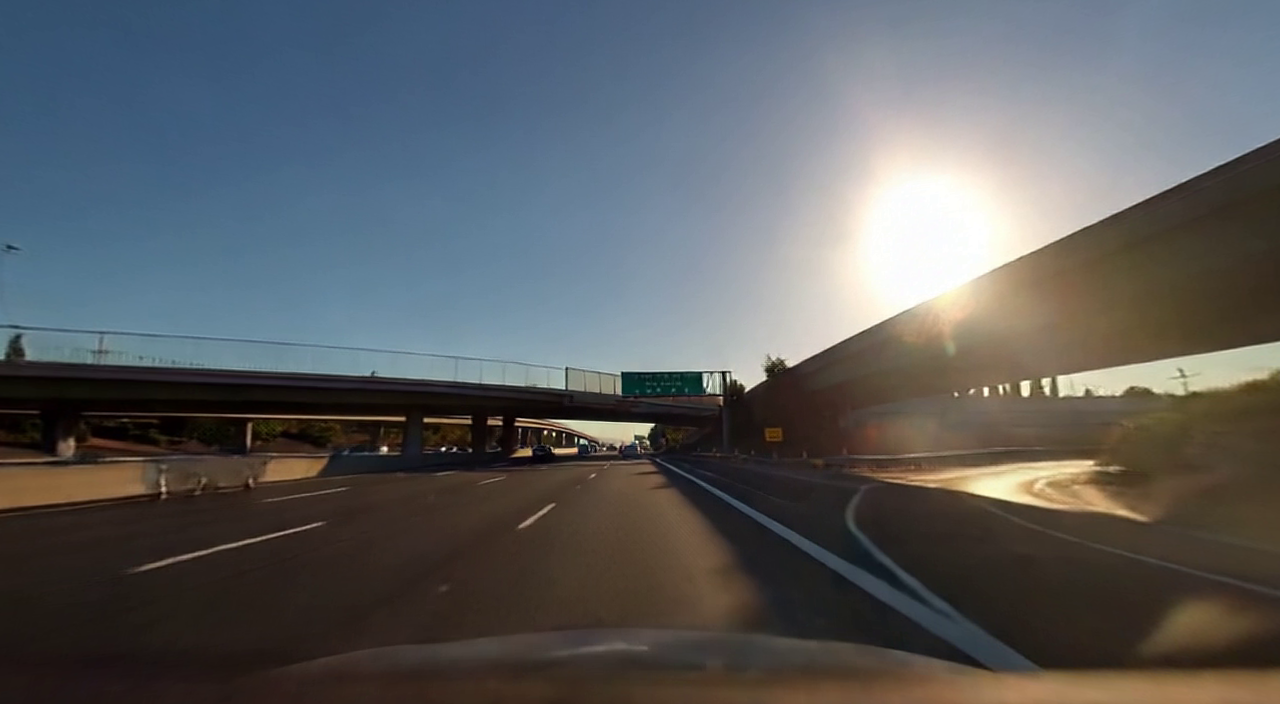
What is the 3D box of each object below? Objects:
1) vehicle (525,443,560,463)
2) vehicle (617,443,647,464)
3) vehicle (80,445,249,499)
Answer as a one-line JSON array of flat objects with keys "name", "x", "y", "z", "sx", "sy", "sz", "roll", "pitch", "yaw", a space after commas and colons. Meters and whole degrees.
[{"name": "vehicle", "x": -7.441, "y": 7.755, "z": 48.793, "sx": 1.994, "sy": 1.487, "sz": 4.605, "roll": 0, "pitch": -8, "yaw": 0}, {"name": "vehicle", "x": -0.614, "y": 7.416, "z": 46.503, "sx": 2.086, "sy": 1.472, "sz": 4.168, "roll": 0, "pitch": -8, "yaw": -2}, {"name": "vehicle", "x": -14.768, "y": 3.711, "z": 20.061, "sx": 1.969, "sy": 1.486, "sz": 4.395, "roll": 0, "pitch": -8, "yaw": -1}]
